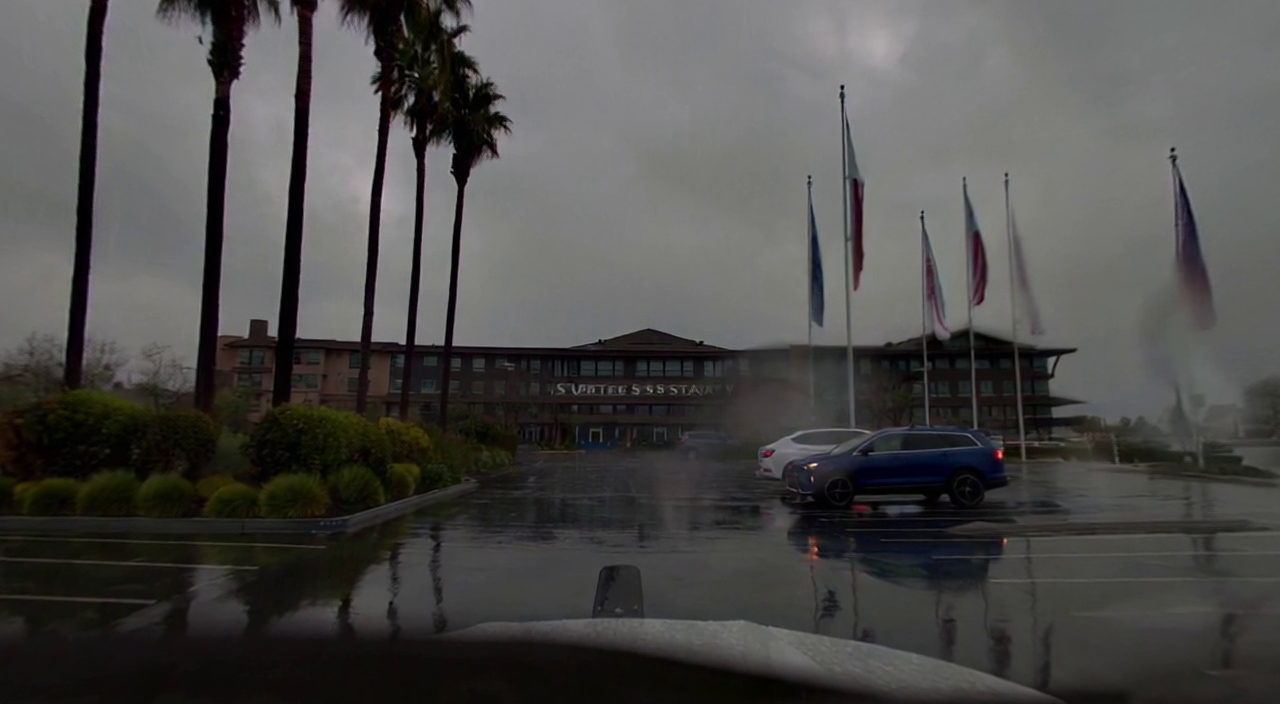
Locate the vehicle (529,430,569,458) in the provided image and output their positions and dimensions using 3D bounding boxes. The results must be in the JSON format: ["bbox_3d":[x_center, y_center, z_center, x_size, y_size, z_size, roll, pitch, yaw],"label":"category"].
[{"bbox_3d":[-6.641,6.776,46.314,1.943,1.890,4.472,-3,-8,4],"label":"vehicle"}]

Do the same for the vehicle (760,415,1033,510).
[{"bbox_3d":[4.883,2.174,12.565,4.567,1.723,1.926,0,-8,0],"label":"vehicle"}]
